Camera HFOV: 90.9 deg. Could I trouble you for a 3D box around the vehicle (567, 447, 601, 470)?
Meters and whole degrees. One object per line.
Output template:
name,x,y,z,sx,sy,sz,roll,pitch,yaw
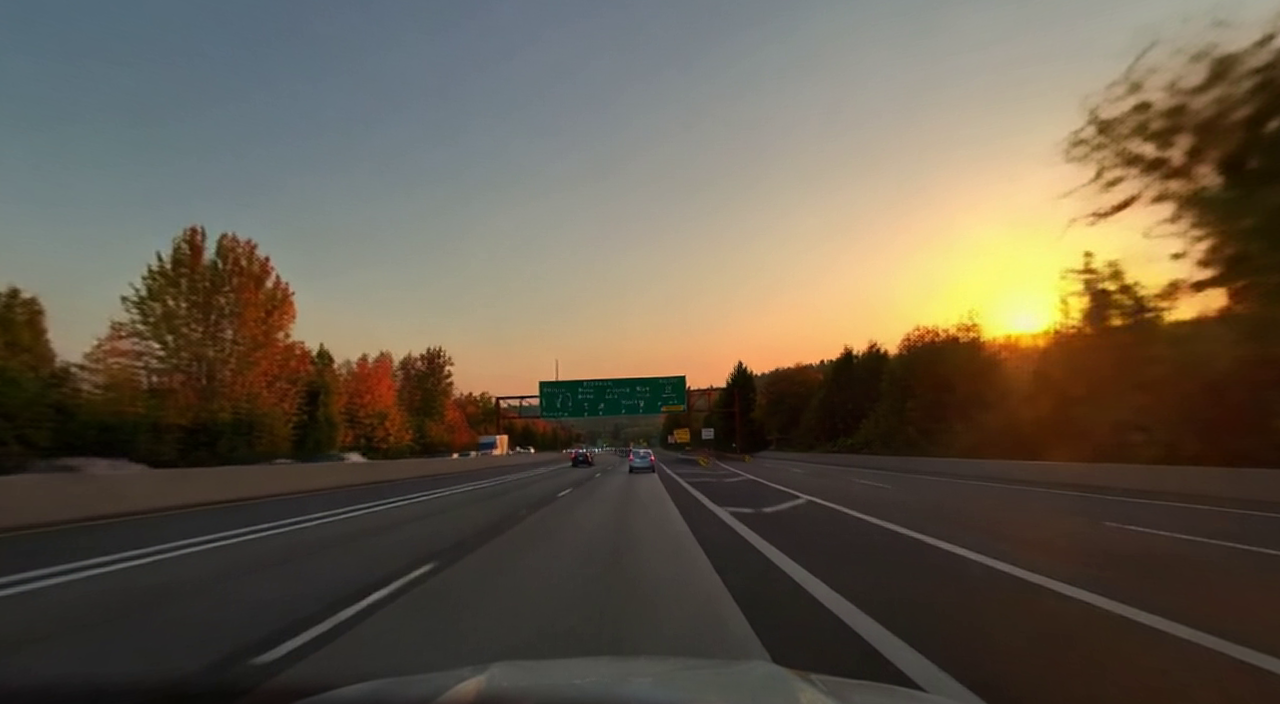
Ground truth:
vehicle,-3.761,7.218,42.911,1.877,1.504,3.799,0,-9,1

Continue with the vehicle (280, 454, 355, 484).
vehicle,-17.605,6.376,34.637,1.764,1.469,4.272,0,-9,1

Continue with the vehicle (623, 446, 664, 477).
vehicle,0.154,5.600,32.437,2.002,1.449,3.612,0,-9,-1
